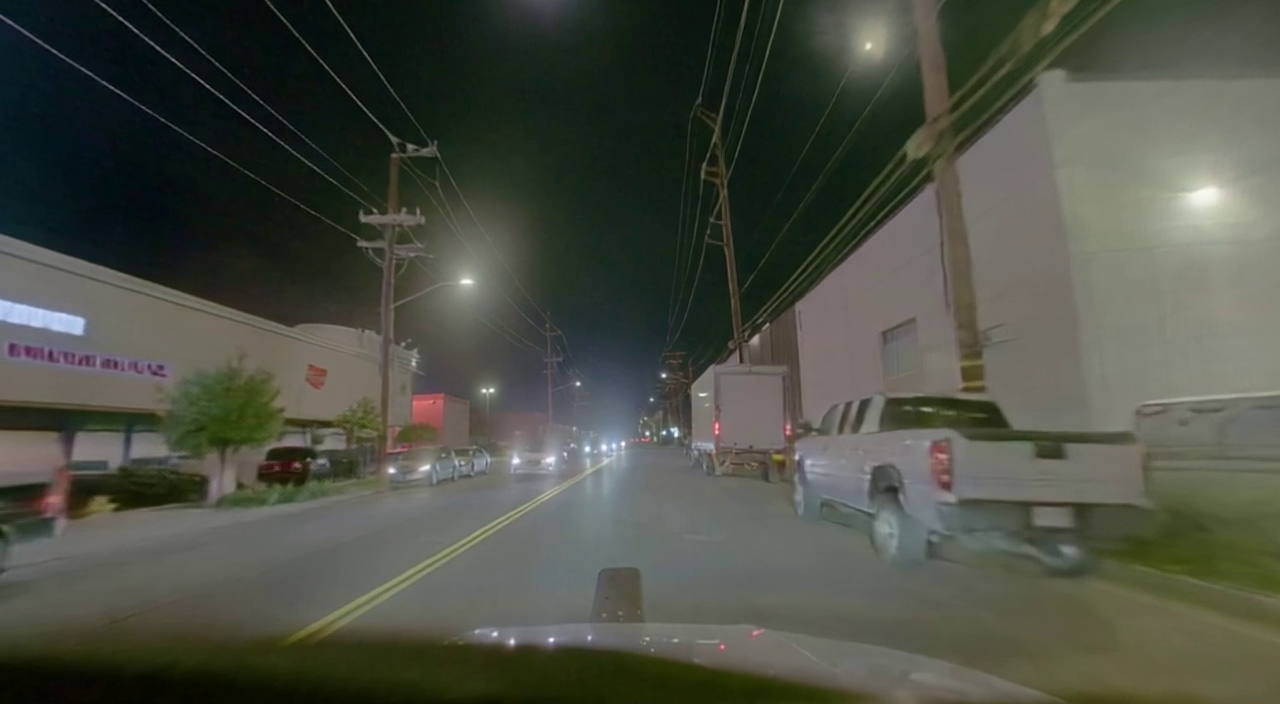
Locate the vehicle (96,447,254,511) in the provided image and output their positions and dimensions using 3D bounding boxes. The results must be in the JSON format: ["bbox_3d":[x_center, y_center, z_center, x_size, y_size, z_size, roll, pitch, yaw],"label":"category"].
[{"bbox_3d":[-14.498,3.930,20.052,1.869,1.633,4.092,-5,-9,1],"label":"vehicle"}]

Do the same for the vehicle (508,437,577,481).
[{"bbox_3d":[-3.884,4.332,25.910,2.020,1.528,4.258,-3,-9,1],"label":"vehicle"}]

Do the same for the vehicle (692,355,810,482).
[{"bbox_3d":[3.651,2.597,23.225,2.874,3.757,8.612,1,-8,1],"label":"vehicle"}]

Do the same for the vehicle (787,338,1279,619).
[{"bbox_3d":[3.607,1.360,7.733,2.249,2.026,6.211,-1,-8,1],"label":"vehicle"}]

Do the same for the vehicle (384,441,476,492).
[{"bbox_3d":[-8.133,4.413,24.948,1.954,1.622,4.761,-5,-8,0],"label":"vehicle"}]

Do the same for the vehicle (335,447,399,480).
[{"bbox_3d":[-16.317,6.640,38.019,2.101,1.720,4.554,-3,-8,-5],"label":"vehicle"}]

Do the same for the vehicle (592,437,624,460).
[{"bbox_3d":[-2.378,7.356,48.180,2.061,1.679,4.042,-1,-8,2],"label":"vehicle"}]

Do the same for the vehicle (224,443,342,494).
[{"bbox_3d":[-14.306,4.651,25.725,2.001,1.838,4.855,0,-8,0],"label":"vehicle"}]
